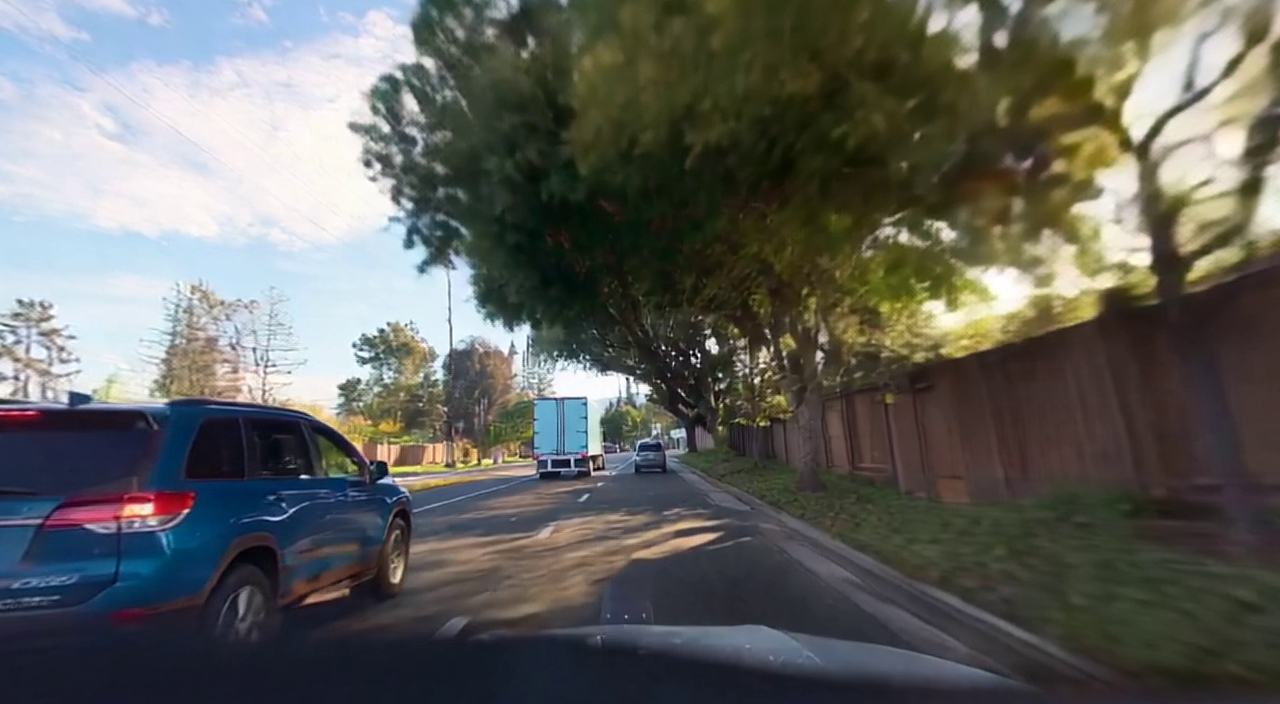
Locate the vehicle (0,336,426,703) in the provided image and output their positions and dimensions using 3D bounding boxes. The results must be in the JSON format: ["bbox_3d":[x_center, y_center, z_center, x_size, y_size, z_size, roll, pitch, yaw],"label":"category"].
[{"bbox_3d":[-3.435,1.184,4.614,2.093,1.832,4.508,0,-9,1],"label":"vehicle"}]

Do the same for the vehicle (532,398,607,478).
[{"bbox_3d":[-3.476,4.661,33.777,2.928,3.658,8.980,0,-8,0],"label":"vehicle"}]

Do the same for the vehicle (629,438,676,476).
[{"bbox_3d":[0.606,5.197,31.407,2.174,1.749,4.113,0,-9,1],"label":"vehicle"}]
